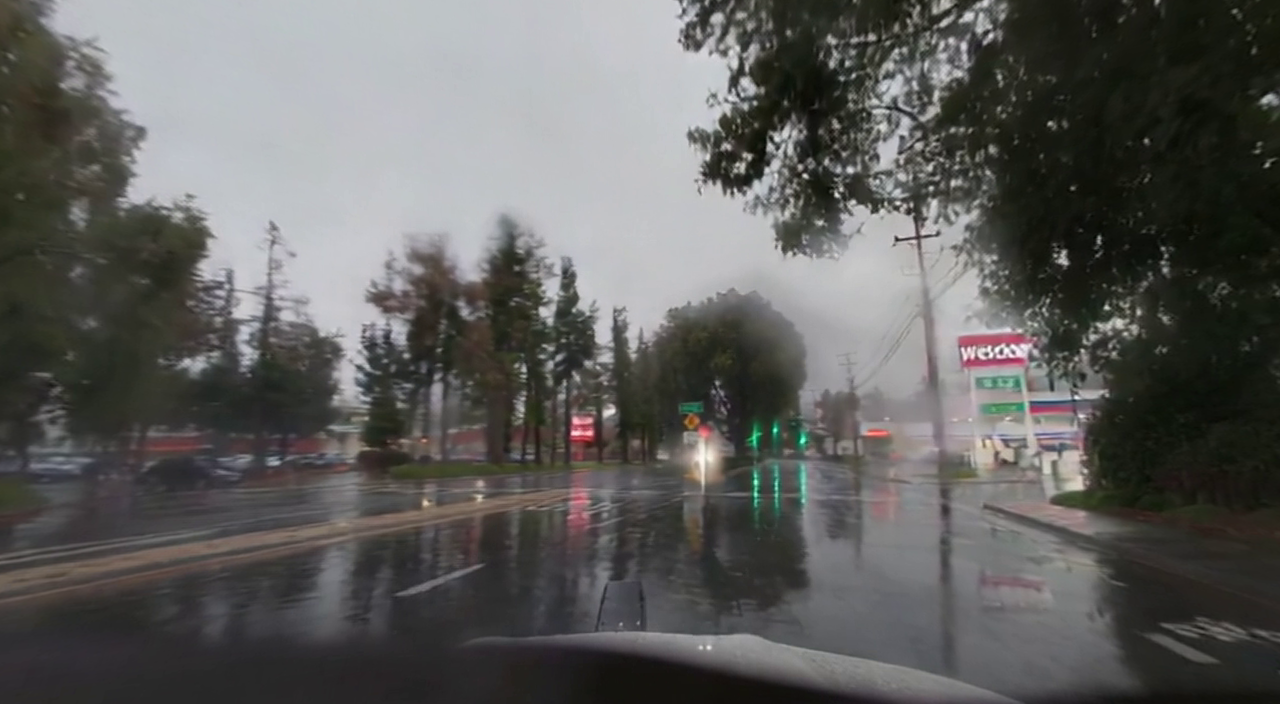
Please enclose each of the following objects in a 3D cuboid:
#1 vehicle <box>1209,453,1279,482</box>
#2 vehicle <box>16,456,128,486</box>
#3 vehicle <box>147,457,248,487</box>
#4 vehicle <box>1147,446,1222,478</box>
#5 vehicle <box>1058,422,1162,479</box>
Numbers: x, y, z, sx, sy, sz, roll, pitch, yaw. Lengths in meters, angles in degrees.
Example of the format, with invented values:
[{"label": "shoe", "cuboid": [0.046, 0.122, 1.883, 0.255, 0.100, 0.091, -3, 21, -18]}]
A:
[{"label": "vehicle", "cuboid": [34.288, 6.384, 35.211, 2.113, 1.461, 3.997, -2, -8, 14]}, {"label": "vehicle", "cuboid": [-32.655, 6.823, 36.379, 4.538, 1.545, 2.021, 0, -8, 2]}, {"label": "vehicle", "cuboid": [-24.658, 6.649, 35.245, 4.353, 1.486, 1.991, -1, -8, 10]}, {"label": "vehicle", "cuboid": [37.461, 7.621, 43.604, 2.140, 1.823, 4.721, 2, -12, 17]}, {"label": "vehicle", "cuboid": [26.690, 5.605, 36.218, 2.642, 2.930, 5.826, -2, -8, 15]}]
